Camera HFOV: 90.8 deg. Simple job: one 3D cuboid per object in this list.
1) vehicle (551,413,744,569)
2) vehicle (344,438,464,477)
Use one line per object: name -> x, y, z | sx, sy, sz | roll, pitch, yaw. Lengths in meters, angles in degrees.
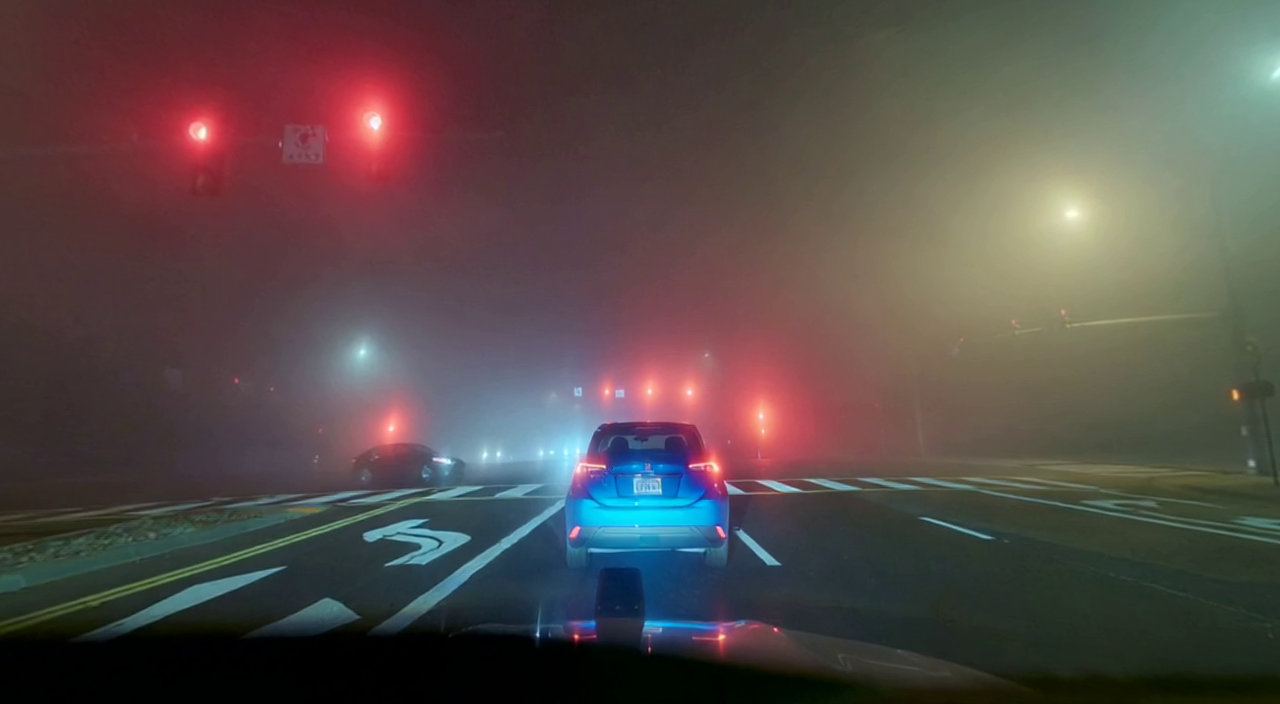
vehicle -> 0.035, 1.758, 8.711 | 2.027, 1.626, 3.942 | 0, -8, -1
vehicle -> -12.016, 5.445, 32.423 | 5.247, 1.889, 2.050 | 0, -11, 2
